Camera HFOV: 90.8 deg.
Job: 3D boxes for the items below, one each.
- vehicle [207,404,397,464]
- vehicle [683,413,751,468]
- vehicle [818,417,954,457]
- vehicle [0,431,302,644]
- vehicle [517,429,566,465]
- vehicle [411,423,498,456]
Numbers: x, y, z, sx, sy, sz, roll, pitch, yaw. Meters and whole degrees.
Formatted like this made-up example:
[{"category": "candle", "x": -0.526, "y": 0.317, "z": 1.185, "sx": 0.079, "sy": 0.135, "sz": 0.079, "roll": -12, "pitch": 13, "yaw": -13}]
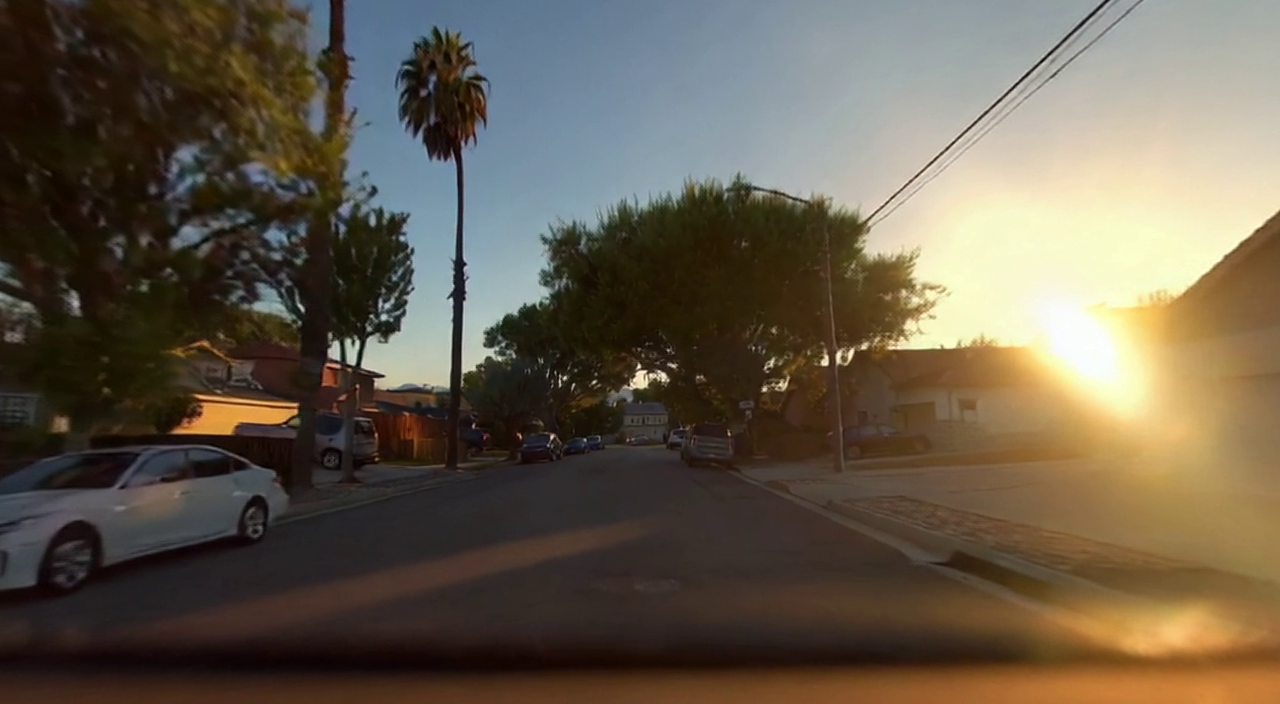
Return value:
[{"category": "vehicle", "x": -11.773, "y": 2.919, "z": 22.375, "sx": 5.340, "sy": 1.948, "sz": 2.398, "roll": 0, "pitch": -8, "yaw": 0}, {"category": "vehicle", "x": 3.053, "y": 3.718, "z": 26.433, "sx": 2.184, "sy": 2.038, "sz": 6.212, "roll": 0, "pitch": -8, "yaw": 1}, {"category": "vehicle", "x": 9.713, "y": 3.395, "z": 25.239, "sx": 4.643, "sy": 1.520, "sz": 1.826, "roll": -1, "pitch": -8, "yaw": 2}, {"category": "vehicle", "x": -5.609, "y": 1.582, "z": 6.432, "sx": 1.949, "sy": 1.511, "sz": 4.466, "roll": 0, "pitch": -7, "yaw": -1}, {"category": "vehicle", "x": -5.393, "y": 5.226, "z": 35.305, "sx": 2.147, "sy": 1.823, "sz": 4.725, "roll": -1, "pitch": -7, "yaw": -2}, {"category": "vehicle", "x": -11.952, "y": 5.668, "z": 41.021, "sx": 4.991, "sy": 1.947, "sz": 2.329, "roll": -1, "pitch": -8, "yaw": -2}]
